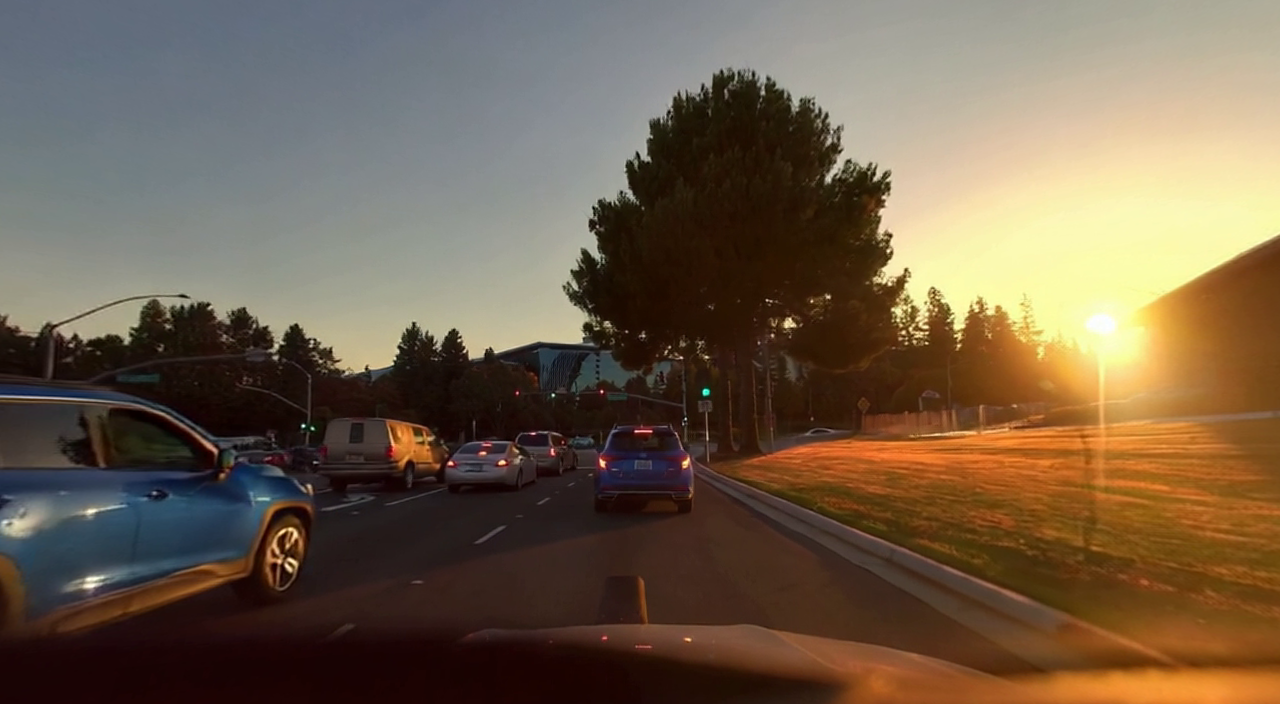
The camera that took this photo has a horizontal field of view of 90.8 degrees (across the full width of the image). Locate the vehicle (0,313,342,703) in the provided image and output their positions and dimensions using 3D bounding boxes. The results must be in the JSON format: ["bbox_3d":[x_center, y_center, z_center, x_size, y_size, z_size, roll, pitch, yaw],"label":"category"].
[{"bbox_3d":[-4.069,0.937,3.847,2.088,1.947,5.119,0,-9,-1],"label":"vehicle"}]

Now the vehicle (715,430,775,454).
[{"bbox_3d":[7.683,6.609,46.283,4.198,1.751,1.935,-2,-9,11],"label":"vehicle"}]

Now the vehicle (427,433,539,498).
[{"bbox_3d":[-4.068,3.017,17.180,1.942,1.523,4.212,0,-9,0],"label":"vehicle"}]

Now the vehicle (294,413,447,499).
[{"bbox_3d":[-7.401,2.946,18.145,2.195,2.093,5.185,0,-9,-1],"label":"vehicle"}]

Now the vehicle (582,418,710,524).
[{"bbox_3d":[0.090,2.229,12.338,2.055,1.681,4.270,0,-9,0],"label":"vehicle"}]

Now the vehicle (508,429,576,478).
[{"bbox_3d":[-3.917,4.143,25.956,2.043,1.813,4.549,0,-9,0],"label":"vehicle"}]
